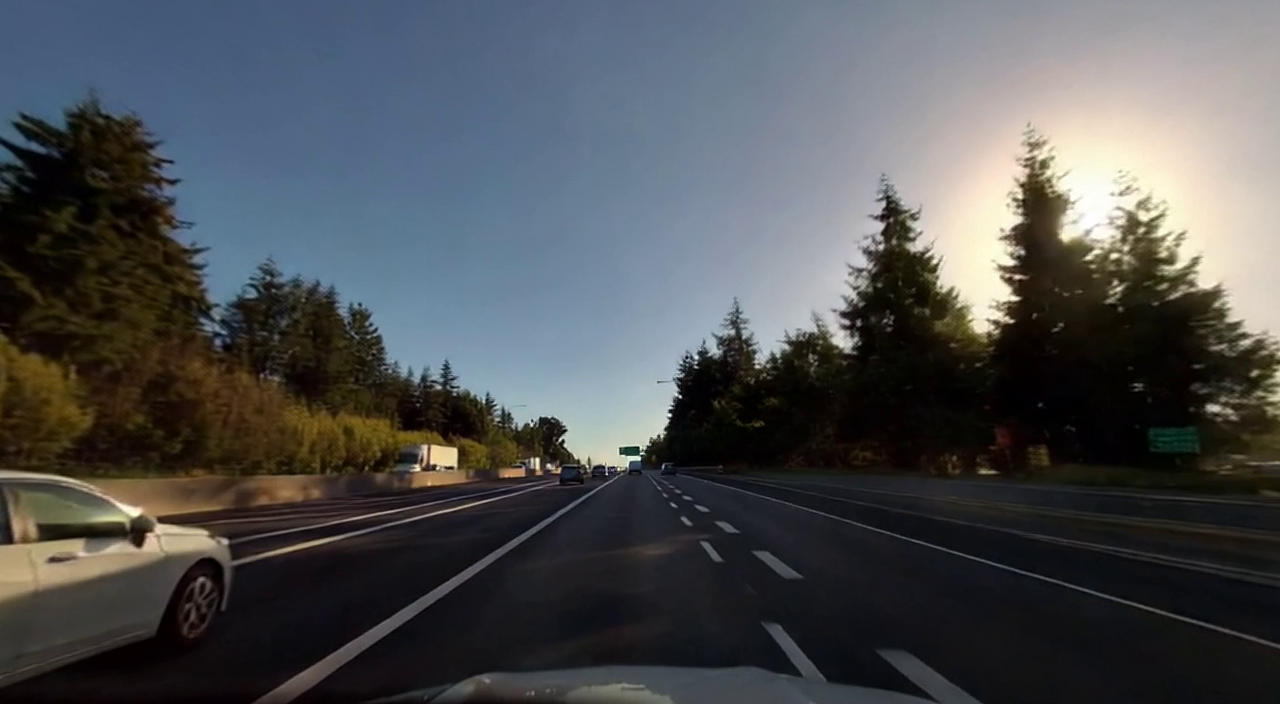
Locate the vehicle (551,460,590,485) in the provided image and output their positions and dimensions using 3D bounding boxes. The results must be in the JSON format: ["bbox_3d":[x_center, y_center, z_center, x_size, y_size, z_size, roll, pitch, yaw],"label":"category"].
[{"bbox_3d":[-4.613,8.060,42.194,2.126,1.488,4.186,1,-11,0],"label":"vehicle"}]

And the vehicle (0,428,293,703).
[{"bbox_3d":[-3.904,1.065,2.929,1.998,1.427,4.462,1,-11,0],"label":"vehicle"}]

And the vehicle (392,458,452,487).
[{"bbox_3d":[-12.569,6.979,36.553,1.913,1.519,4.201,1,-11,1],"label":"vehicle"}]
